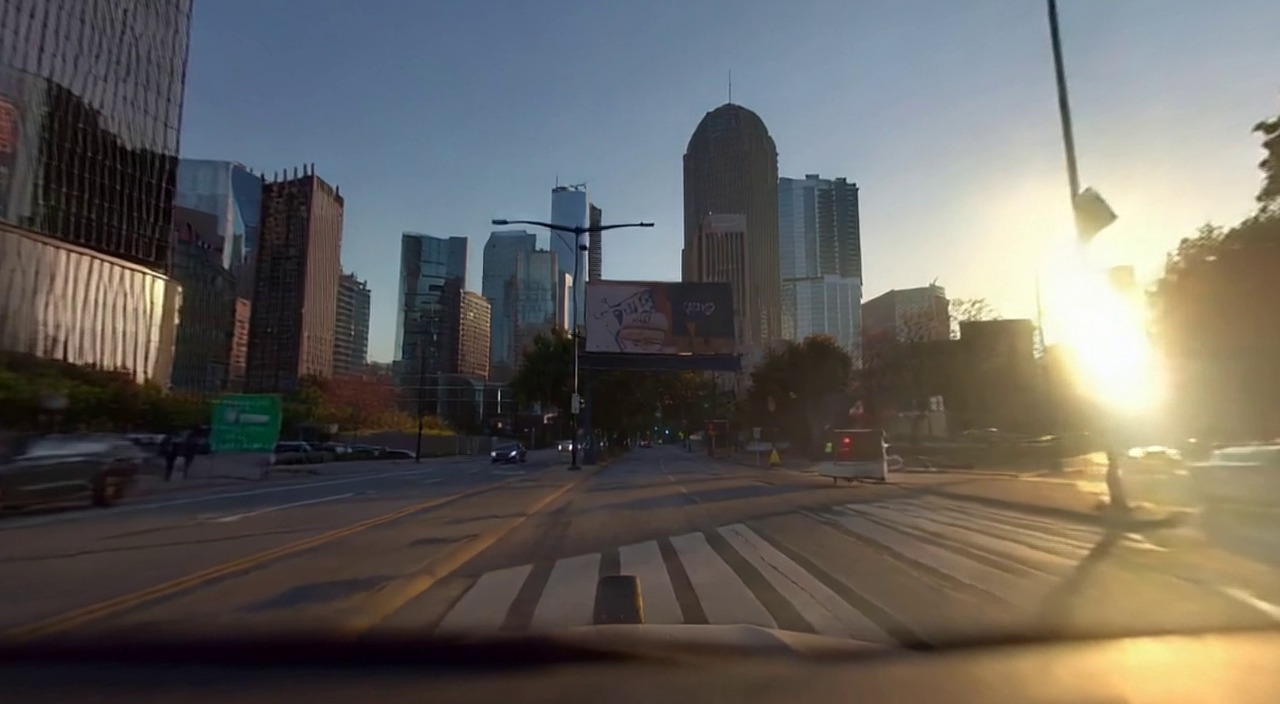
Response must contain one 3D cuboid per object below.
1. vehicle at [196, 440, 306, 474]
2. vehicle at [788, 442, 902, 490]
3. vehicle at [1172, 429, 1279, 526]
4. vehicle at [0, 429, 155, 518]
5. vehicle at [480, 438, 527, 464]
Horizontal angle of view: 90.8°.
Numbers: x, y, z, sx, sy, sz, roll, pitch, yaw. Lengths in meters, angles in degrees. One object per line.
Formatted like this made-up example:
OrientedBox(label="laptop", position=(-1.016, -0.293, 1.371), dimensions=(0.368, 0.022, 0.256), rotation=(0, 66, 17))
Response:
OrientedBox(label="vehicle", position=(-18.255, 4.913, 29.941), dimensions=(2.448, 1.407, 4.308), rotation=(-1, -7, 0))
OrientedBox(label="vehicle", position=(6.902, 3.878, 21.887), dimensions=(2.675, 1.452, 4.213), rotation=(0, -8, 3))
OrientedBox(label="vehicle", position=(11.990, 2.267, 11.970), dimensions=(2.023, 1.527, 5.016), rotation=(-5, -10, 30))
OrientedBox(label="vehicle", position=(-13.553, 2.614, 13.984), dimensions=(1.979, 1.727, 4.489), rotation=(0, -8, 1))
OrientedBox(label="vehicle", position=(-8.619, 6.274, 40.247), dimensions=(1.905, 1.533, 4.419), rotation=(0, -8, 1))
